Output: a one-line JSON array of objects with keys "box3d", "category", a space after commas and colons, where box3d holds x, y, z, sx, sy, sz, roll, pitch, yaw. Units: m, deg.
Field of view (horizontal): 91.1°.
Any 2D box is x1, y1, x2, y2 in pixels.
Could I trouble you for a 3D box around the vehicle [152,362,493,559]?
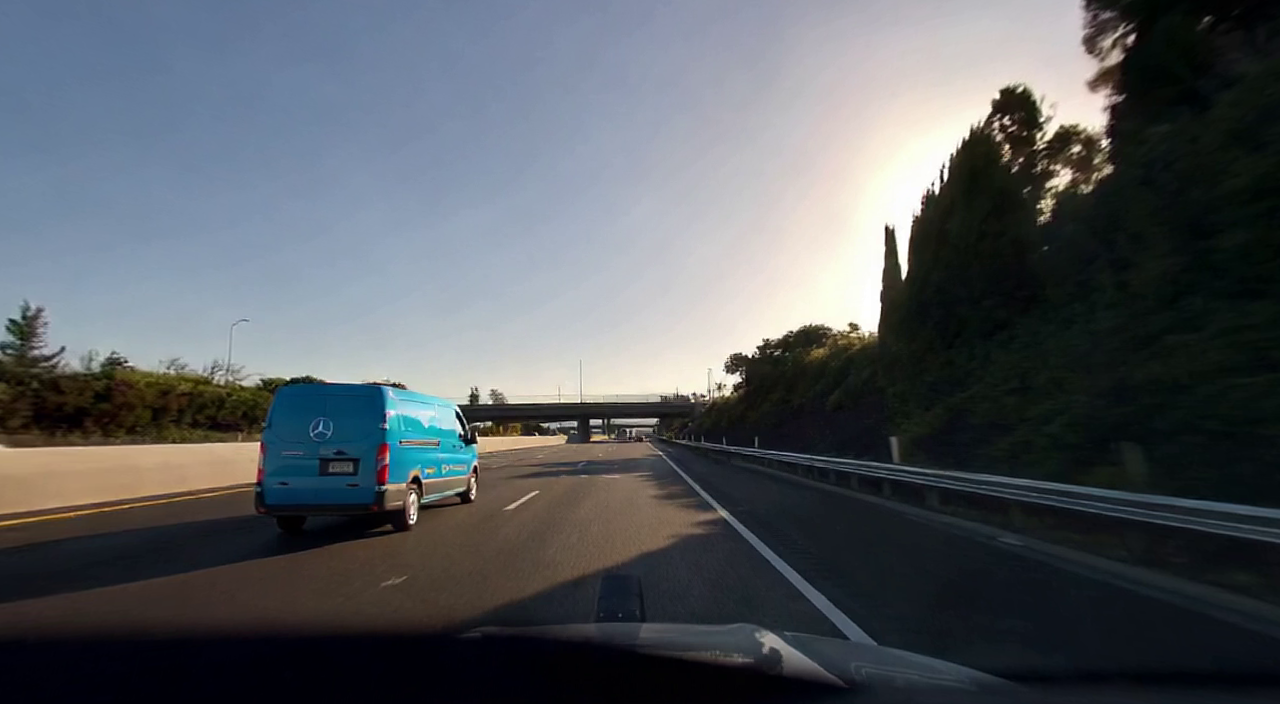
[{"box3d": [-3.896, 1.461, 9.087, 2.309, 2.053, 4.884, 0, -8, 1], "category": "vehicle"}]
